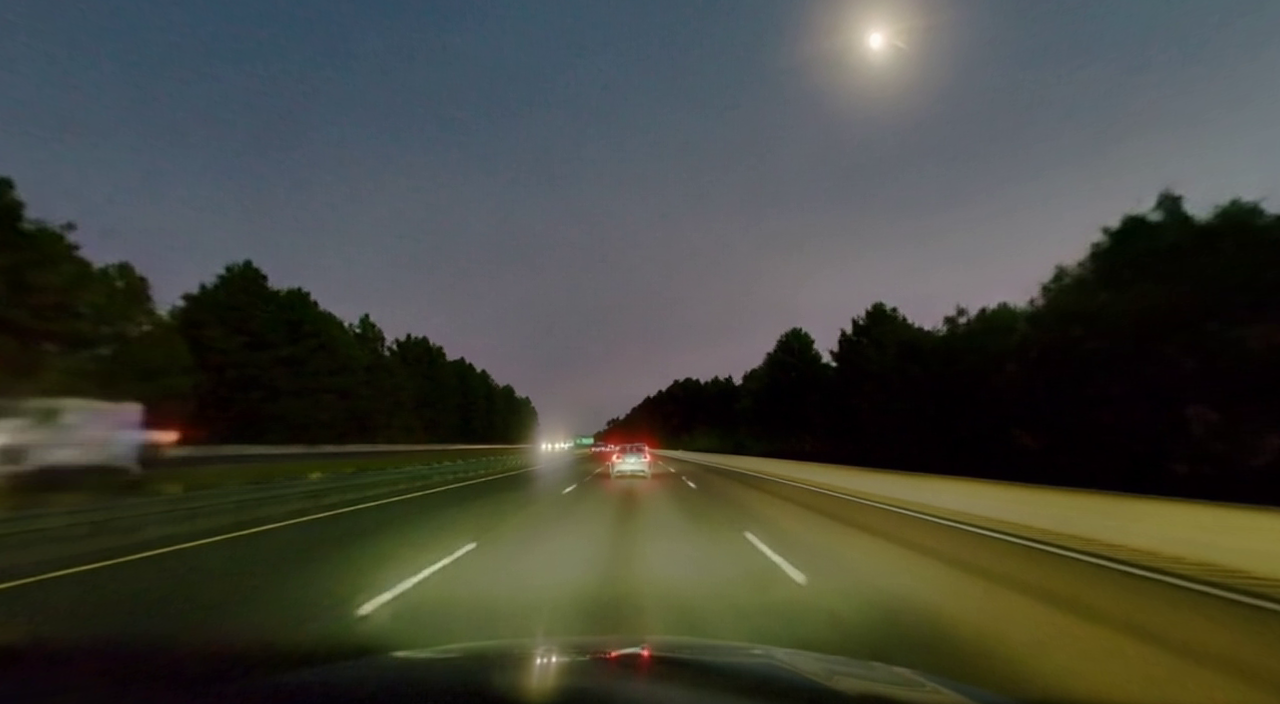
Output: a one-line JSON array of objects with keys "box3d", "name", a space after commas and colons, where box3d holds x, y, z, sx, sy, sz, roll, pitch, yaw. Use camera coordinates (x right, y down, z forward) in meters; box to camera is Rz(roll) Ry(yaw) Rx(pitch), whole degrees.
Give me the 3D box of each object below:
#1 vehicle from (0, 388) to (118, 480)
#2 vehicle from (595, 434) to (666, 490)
[{"box3d": [-13.357, 1.613, 12.360, 2.090, 1.762, 4.769, 0, -9, 0], "name": "vehicle"}, {"box3d": [-0.289, 3.400, 19.778, 2.011, 1.590, 3.607, 0, -9, -1], "name": "vehicle"}]
